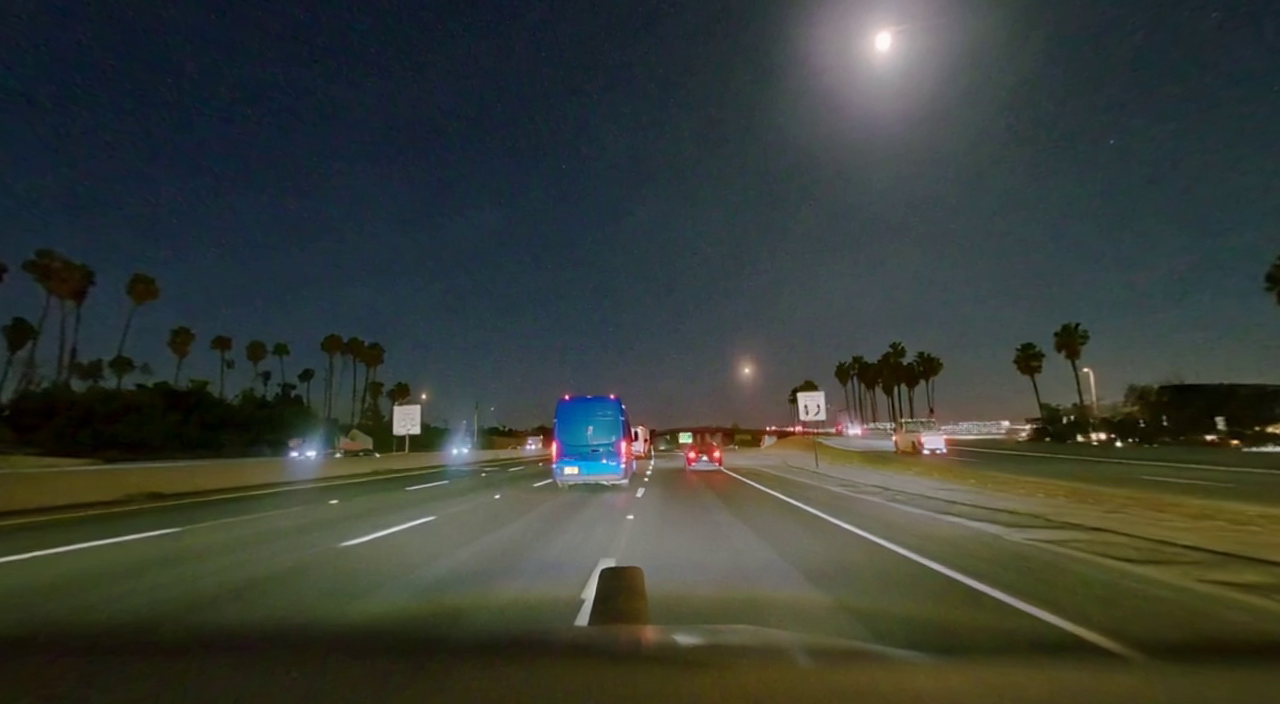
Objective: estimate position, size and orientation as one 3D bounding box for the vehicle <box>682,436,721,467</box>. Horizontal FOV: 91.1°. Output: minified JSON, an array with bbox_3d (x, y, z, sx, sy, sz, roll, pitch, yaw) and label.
[{"bbox_3d":[3.479,5.758,36.394,1.987,1.648,3.984,0,-8,2],"label":"vehicle"}]

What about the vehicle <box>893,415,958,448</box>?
[{"bbox_3d":[20.376,5.784,45.174,2.445,2.240,5.659,-1,-8,5],"label":"vehicle"}]

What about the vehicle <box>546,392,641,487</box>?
[{"bbox_3d":[-1.355,2.967,21.185,2.476,2.776,5.598,-1,-8,3],"label":"vehicle"}]
